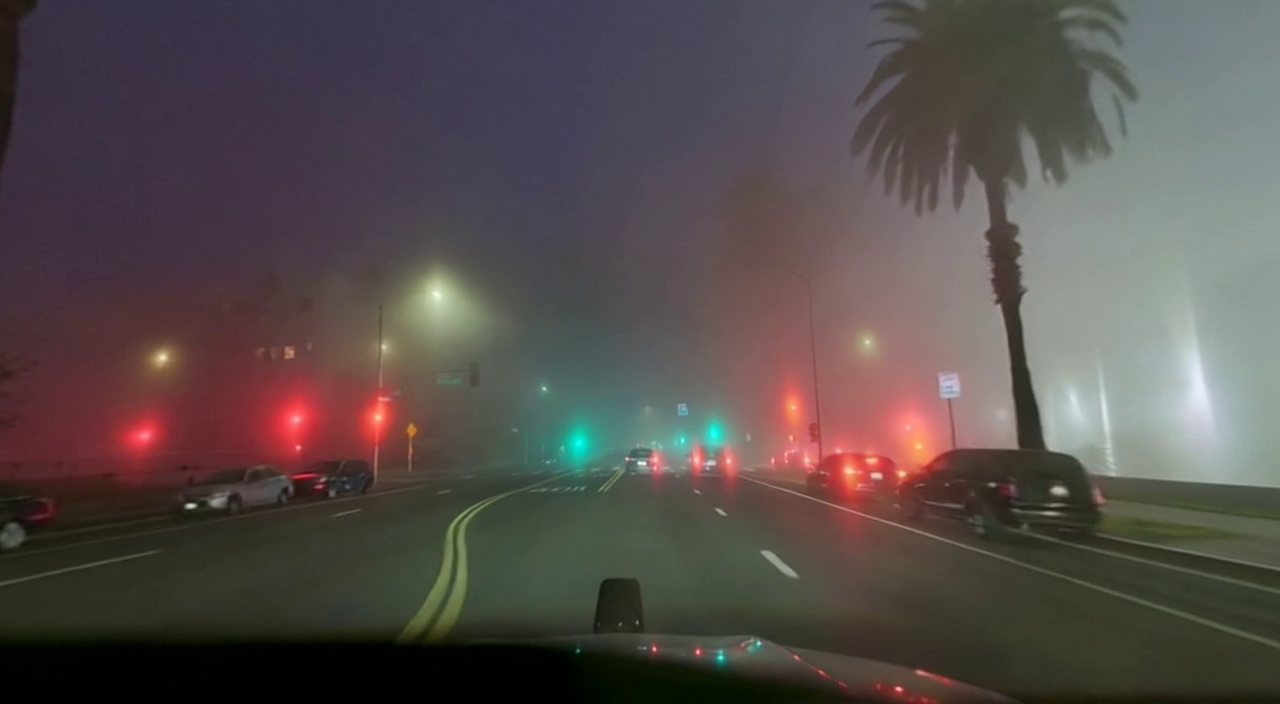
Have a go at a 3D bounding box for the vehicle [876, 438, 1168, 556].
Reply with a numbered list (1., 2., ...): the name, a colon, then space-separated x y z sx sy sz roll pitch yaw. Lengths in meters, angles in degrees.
1. vehicle: 6.365 2.426 11.475 2.174 1.643 4.860 0 -8 -1

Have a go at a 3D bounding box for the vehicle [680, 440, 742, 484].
1. vehicle: 2.927 4.621 26.925 2.003 1.702 4.288 0 -8 -2

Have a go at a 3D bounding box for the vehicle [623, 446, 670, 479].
1. vehicle: 0.258 5.240 30.205 2.088 1.452 3.993 0 -8 0

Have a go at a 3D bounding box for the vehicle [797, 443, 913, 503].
1. vehicle: 6.519 3.685 19.758 2.157 1.640 4.228 0 -8 0

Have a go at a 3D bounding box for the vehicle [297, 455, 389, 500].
1. vehicle: -12.525 5.358 26.956 1.949 1.682 4.094 -2 -11 0

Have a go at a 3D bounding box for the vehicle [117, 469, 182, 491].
1. vehicle: -36.262 9.491 46.751 3.505 1.276 1.652 2 -6 6

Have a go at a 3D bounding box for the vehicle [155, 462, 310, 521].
1. vehicle: -12.339 4.251 19.544 1.978 1.501 4.355 -3 -11 -2
